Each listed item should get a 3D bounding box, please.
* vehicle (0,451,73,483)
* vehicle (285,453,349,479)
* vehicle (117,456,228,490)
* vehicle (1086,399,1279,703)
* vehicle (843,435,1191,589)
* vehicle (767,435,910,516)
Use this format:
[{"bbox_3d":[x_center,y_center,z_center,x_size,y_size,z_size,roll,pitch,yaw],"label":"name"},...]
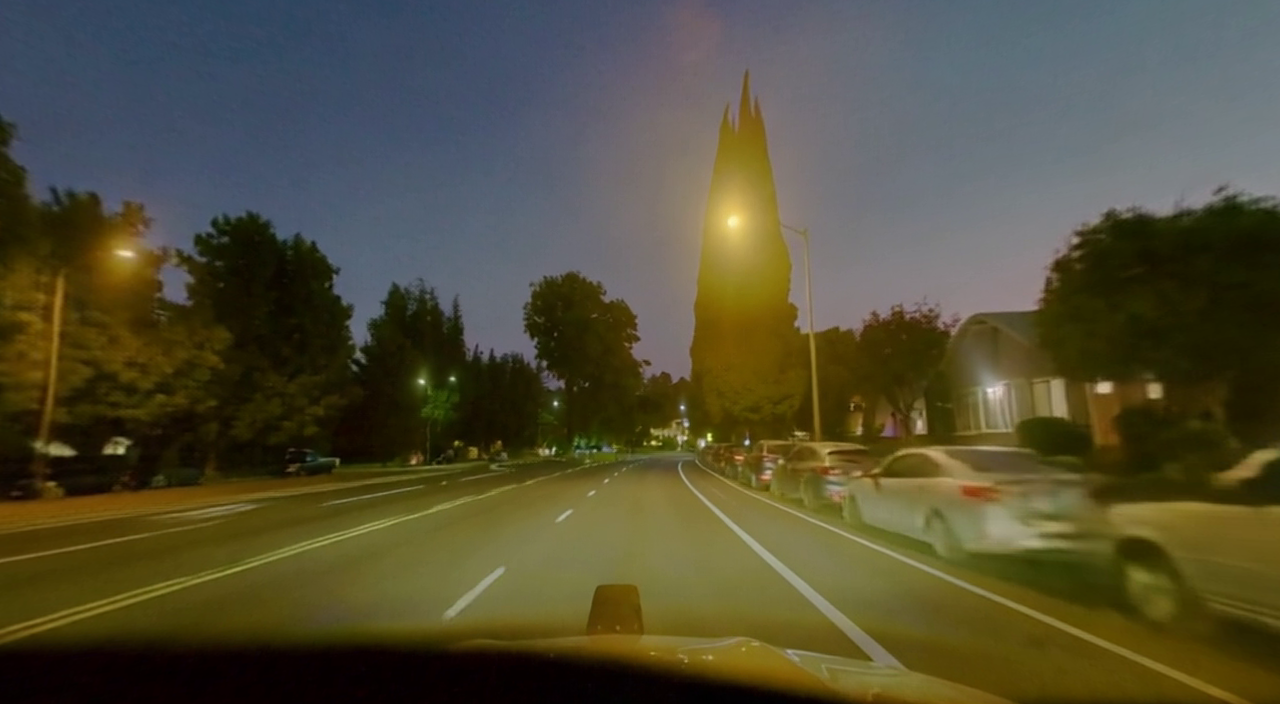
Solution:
[{"bbox_3d":[-33.682,6.161,34.064,4.374,1.649,1.943,-1,-9,2],"label":"vehicle"},{"bbox_3d":[-22.913,8.070,45.016,1.950,1.466,4.728,-2,-7,2],"label":"vehicle"},{"bbox_3d":[-23.379,6.060,31.861,1.915,1.492,4.565,-1,-9,4],"label":"vehicle"},{"bbox_3d":[4.230,0.922,2.515,1.876,1.578,4.323,-1,-9,3],"label":"vehicle"},{"bbox_3d":[4.346,1.871,8.332,1.788,1.452,4.424,0,-9,-1],"label":"vehicle"},{"bbox_3d":[4.339,2.756,14.645,1.794,1.560,4.429,0,-9,-1],"label":"vehicle"}]
